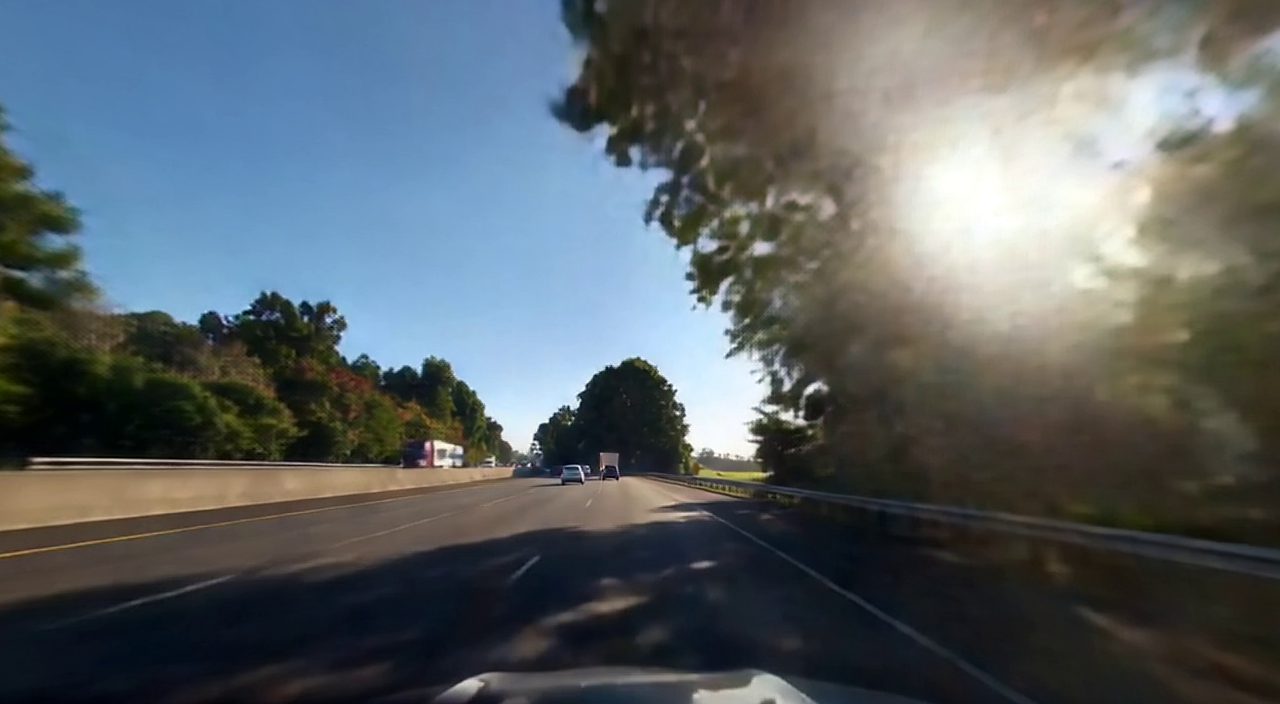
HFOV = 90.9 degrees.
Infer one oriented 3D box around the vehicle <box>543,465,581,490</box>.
[{"bbox_3d":[-5.149,8.384,42.354,2.115,1.546,4.638,1,-10,-2],"label":"vehicle"}]
